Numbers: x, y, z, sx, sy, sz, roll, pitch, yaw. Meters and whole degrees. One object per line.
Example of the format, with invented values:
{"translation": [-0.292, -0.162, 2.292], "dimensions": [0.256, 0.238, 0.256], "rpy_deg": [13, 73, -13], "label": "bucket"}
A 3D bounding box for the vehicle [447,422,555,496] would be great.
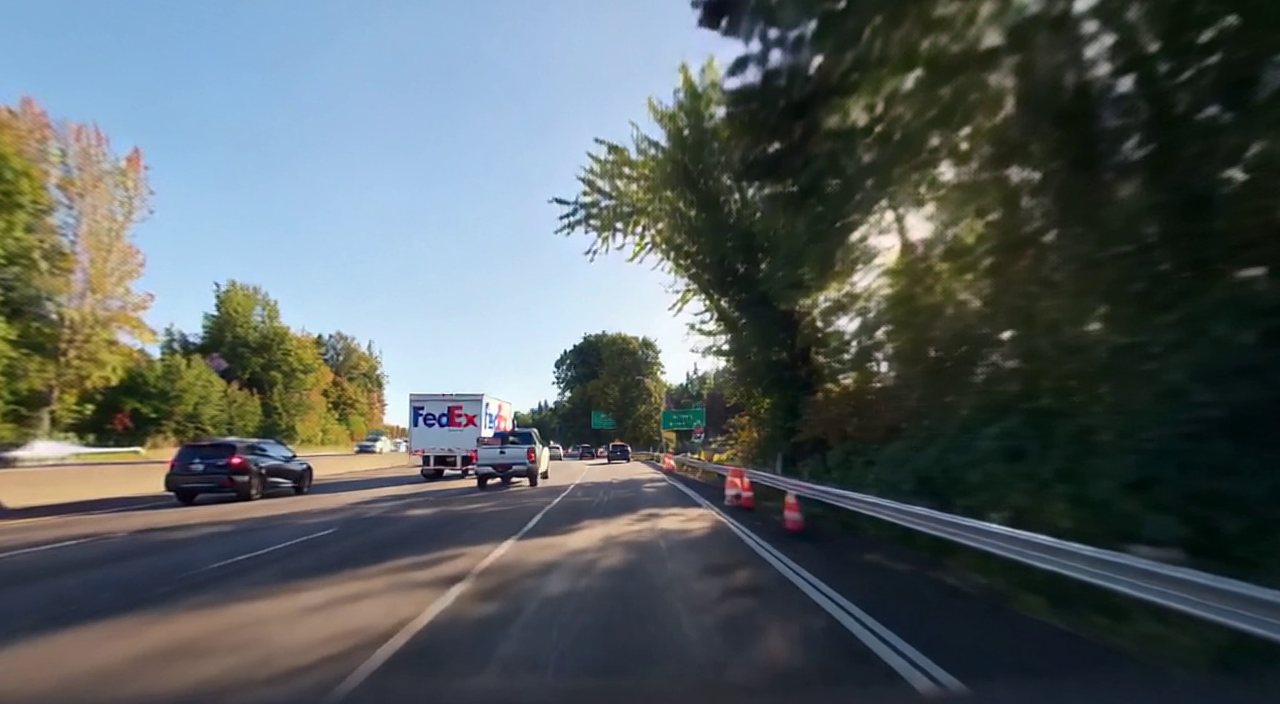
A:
{"translation": [-3.878, 3.090, 18.577], "dimensions": [2.170, 1.886, 4.628], "rpy_deg": [0, -8, -1], "label": "vehicle"}

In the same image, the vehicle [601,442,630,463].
{"translation": [-1.884, 7.474, 47.205], "dimensions": [2.043, 1.489, 3.839], "rpy_deg": [1, -9, -4], "label": "vehicle"}

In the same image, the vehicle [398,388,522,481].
{"translation": [-7.120, 3.538, 26.543], "dimensions": [2.870, 3.266, 8.589], "rpy_deg": [0, -8, -1], "label": "vehicle"}

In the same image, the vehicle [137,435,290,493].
{"translation": [-13.788, 3.627, 20.848], "dimensions": [2.018, 1.668, 4.409], "rpy_deg": [0, -8, -1], "label": "vehicle"}
